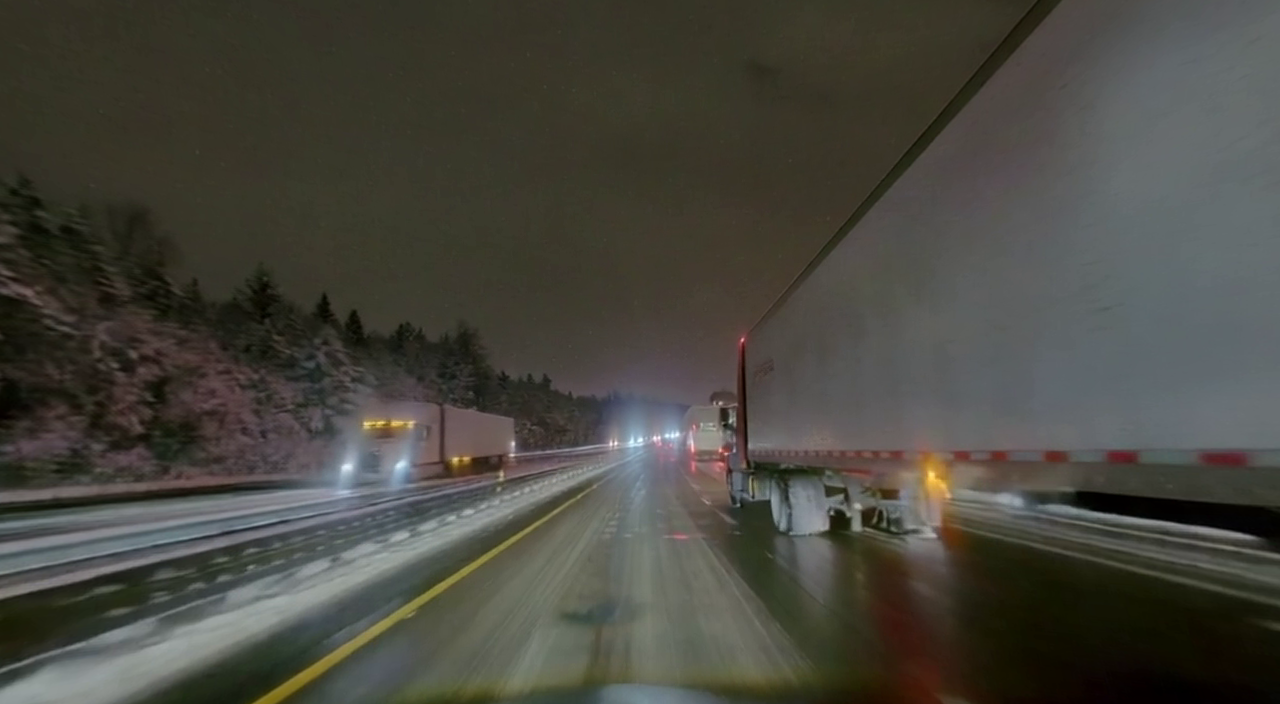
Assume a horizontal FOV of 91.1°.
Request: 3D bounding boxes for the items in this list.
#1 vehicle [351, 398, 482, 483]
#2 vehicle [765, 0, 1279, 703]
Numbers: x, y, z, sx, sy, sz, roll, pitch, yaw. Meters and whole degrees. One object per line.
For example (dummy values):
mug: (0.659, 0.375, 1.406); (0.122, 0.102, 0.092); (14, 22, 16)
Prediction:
vehicle: (-11.878, 4.963, 34.929); (3.027, 3.970, 10.027); (-1, -9, 3)
vehicle: (3.941, 0.221, 5.905); (2.965, 4.028, 12.529); (0, -9, 0)
